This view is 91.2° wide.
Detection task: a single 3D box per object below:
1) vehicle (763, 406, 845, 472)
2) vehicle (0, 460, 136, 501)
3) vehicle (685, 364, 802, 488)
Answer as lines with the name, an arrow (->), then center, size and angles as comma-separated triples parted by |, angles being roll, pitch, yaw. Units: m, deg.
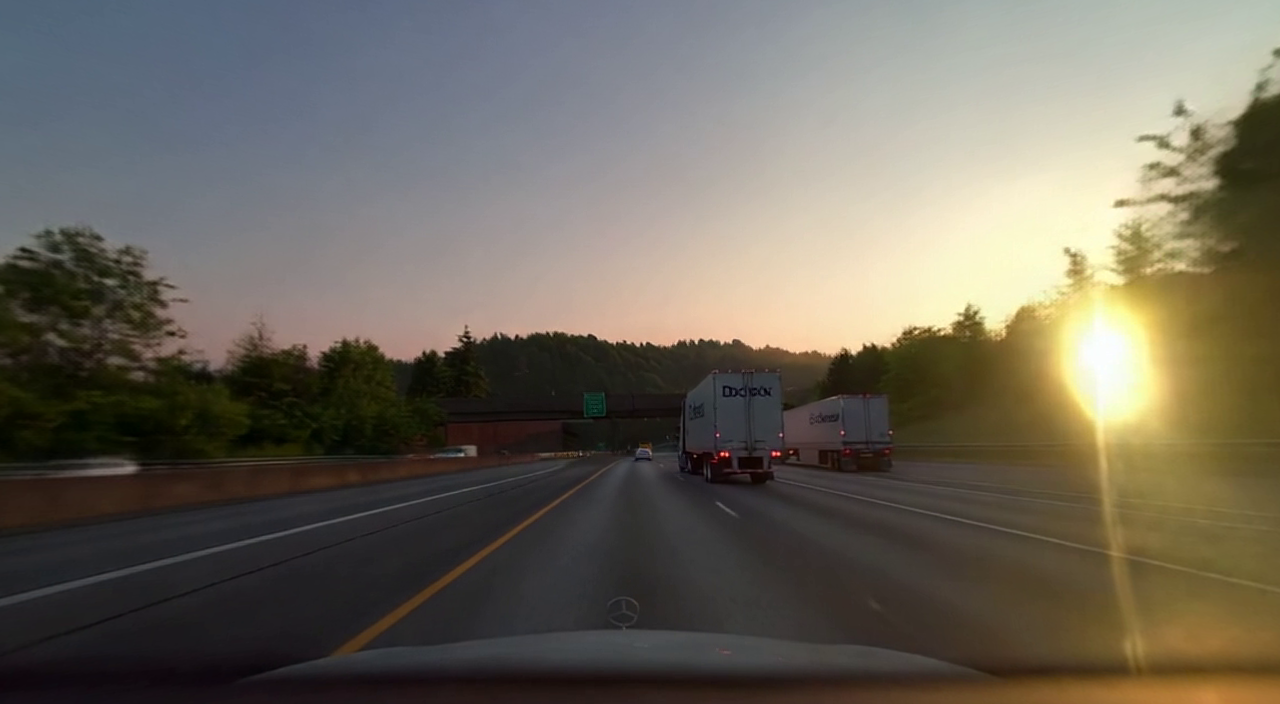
vehicle -> 11.325, 6.245, 44.575 | 2.946, 4.031, 10.368 | -1, -9, 0
vehicle -> -24.233, 5.307, 26.261 | 1.907, 1.481, 4.822 | -1, -9, 5
vehicle -> 3.708, 3.140, 25.328 | 3.025, 4.010, 9.542 | 0, -9, 0
